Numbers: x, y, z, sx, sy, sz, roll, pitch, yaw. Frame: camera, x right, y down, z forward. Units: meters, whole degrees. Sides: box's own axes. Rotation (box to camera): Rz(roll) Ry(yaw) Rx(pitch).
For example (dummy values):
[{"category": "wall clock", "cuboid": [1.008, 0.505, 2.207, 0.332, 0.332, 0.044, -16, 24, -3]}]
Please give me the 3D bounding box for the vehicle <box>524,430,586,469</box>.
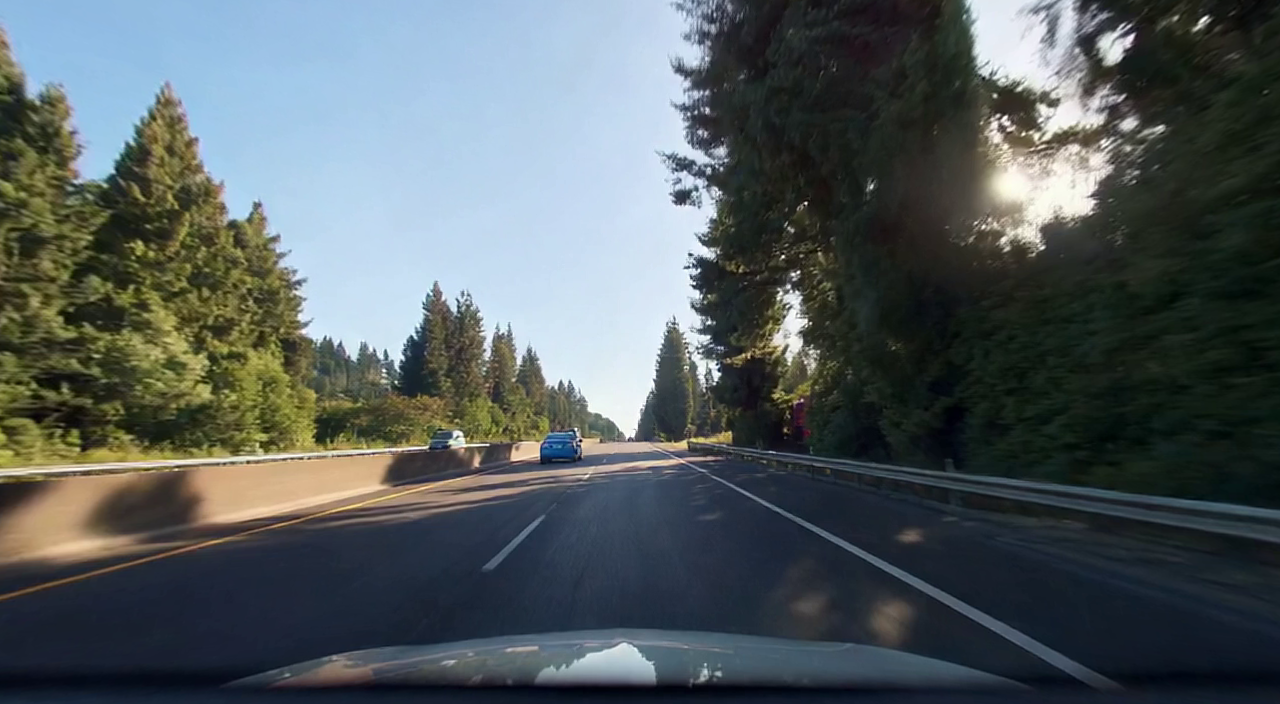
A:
[{"category": "vehicle", "cuboid": [-3.445, 4.032, 26.200, 2.085, 1.479, 3.846, 0, -8, 0]}]
